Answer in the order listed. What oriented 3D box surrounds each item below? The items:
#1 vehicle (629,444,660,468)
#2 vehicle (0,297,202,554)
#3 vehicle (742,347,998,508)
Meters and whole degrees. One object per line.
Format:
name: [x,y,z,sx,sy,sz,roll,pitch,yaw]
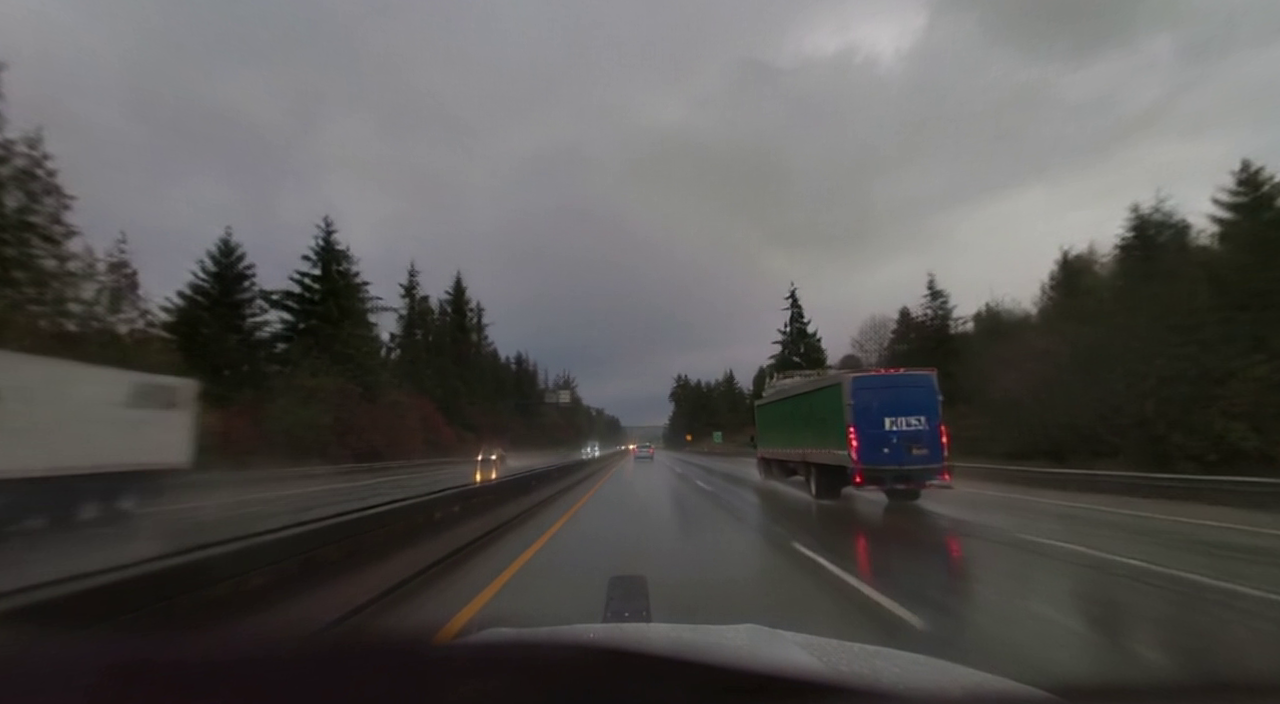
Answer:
vehicle: [0.338,7.444,45.125,2.121,1.590,4.434,0,-8,0]
vehicle: [-11.840,1.019,8.890,3.742,3.954,10.224,0,-8,1]
vehicle: [7.308,3.218,24.861,3.479,4.156,17.231,0,-9,-1]
